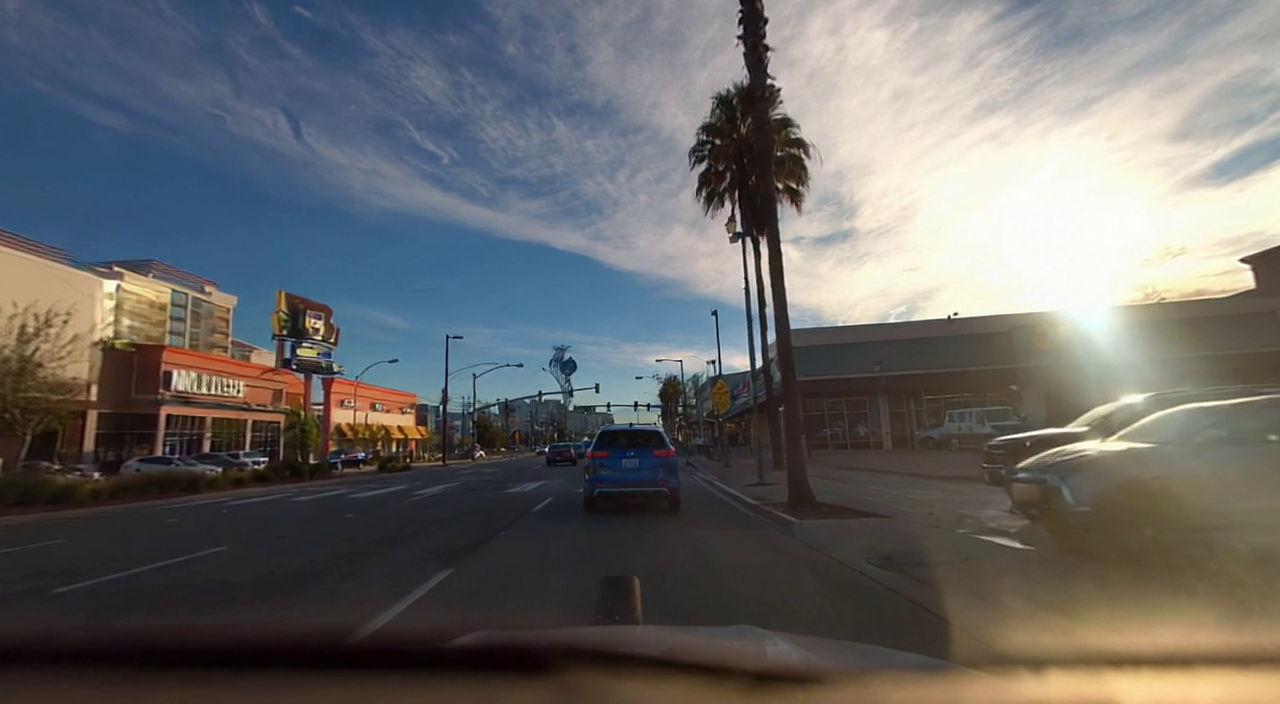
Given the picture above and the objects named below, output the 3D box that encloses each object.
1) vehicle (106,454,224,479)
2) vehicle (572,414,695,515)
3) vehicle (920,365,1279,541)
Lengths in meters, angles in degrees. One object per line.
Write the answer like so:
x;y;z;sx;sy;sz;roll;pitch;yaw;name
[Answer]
-27.867;6.729;37.307;5.154;1.343;1.943;4;-9;-24;vehicle
-0.165;2.337;13.462;2.234;1.818;3.869;0;-9;-1;vehicle
6.239;1.153;7.394;4.828;1.733;2.231;0;-9;0;vehicle
